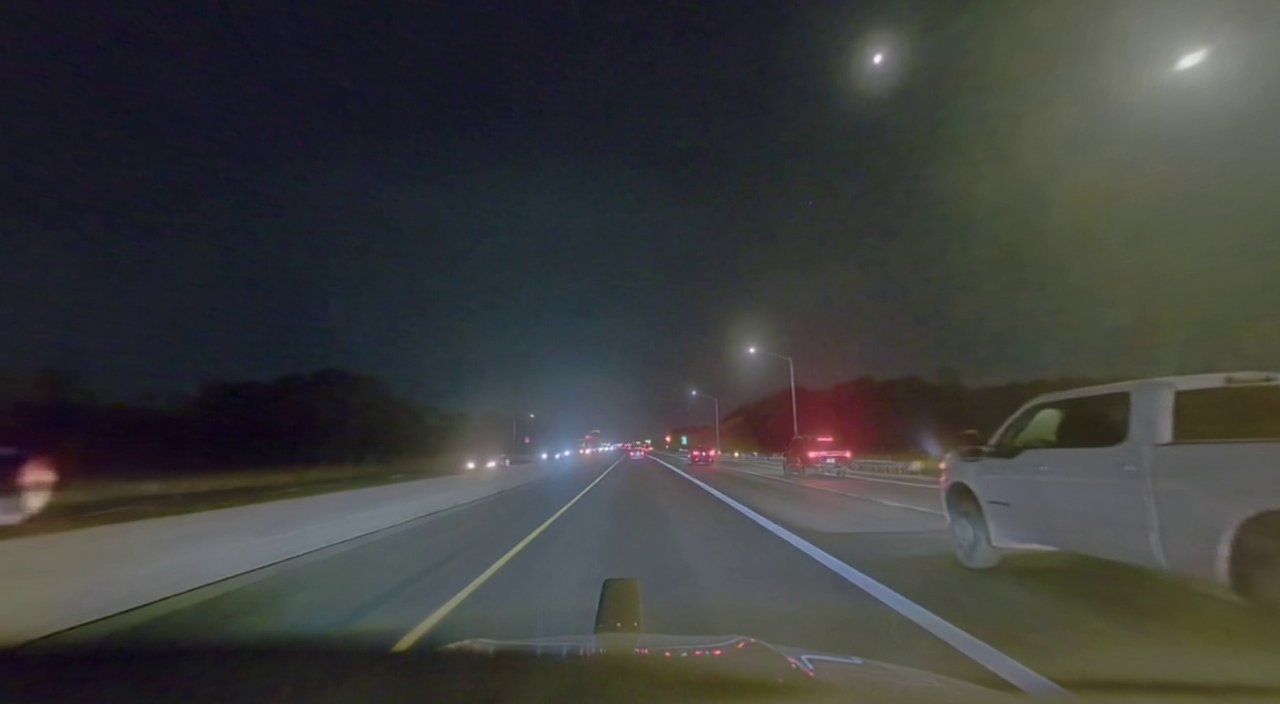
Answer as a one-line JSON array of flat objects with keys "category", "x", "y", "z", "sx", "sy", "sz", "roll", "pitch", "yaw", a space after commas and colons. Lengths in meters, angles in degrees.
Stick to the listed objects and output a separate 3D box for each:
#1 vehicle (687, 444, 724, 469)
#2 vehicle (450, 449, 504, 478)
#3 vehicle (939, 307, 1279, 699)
[{"category": "vehicle", "x": 4.113, "y": 6.675, "z": 39.997, "sx": 1.917, "sy": 1.488, "sz": 3.693, "roll": 0, "pitch": -9, "yaw": -1}, {"category": "vehicle", "x": -9.522, "y": 6.535, "z": 36.989, "sx": 1.941, "sy": 1.524, "sz": 4.584, "roll": 0, "pitch": -9, "yaw": 0}, {"category": "vehicle", "x": 4.256, "y": 0.876, "z": 3.944, "sx": 2.177, "sy": 1.914, "sz": 5.245, "roll": 0, "pitch": -9, "yaw": 1}]
